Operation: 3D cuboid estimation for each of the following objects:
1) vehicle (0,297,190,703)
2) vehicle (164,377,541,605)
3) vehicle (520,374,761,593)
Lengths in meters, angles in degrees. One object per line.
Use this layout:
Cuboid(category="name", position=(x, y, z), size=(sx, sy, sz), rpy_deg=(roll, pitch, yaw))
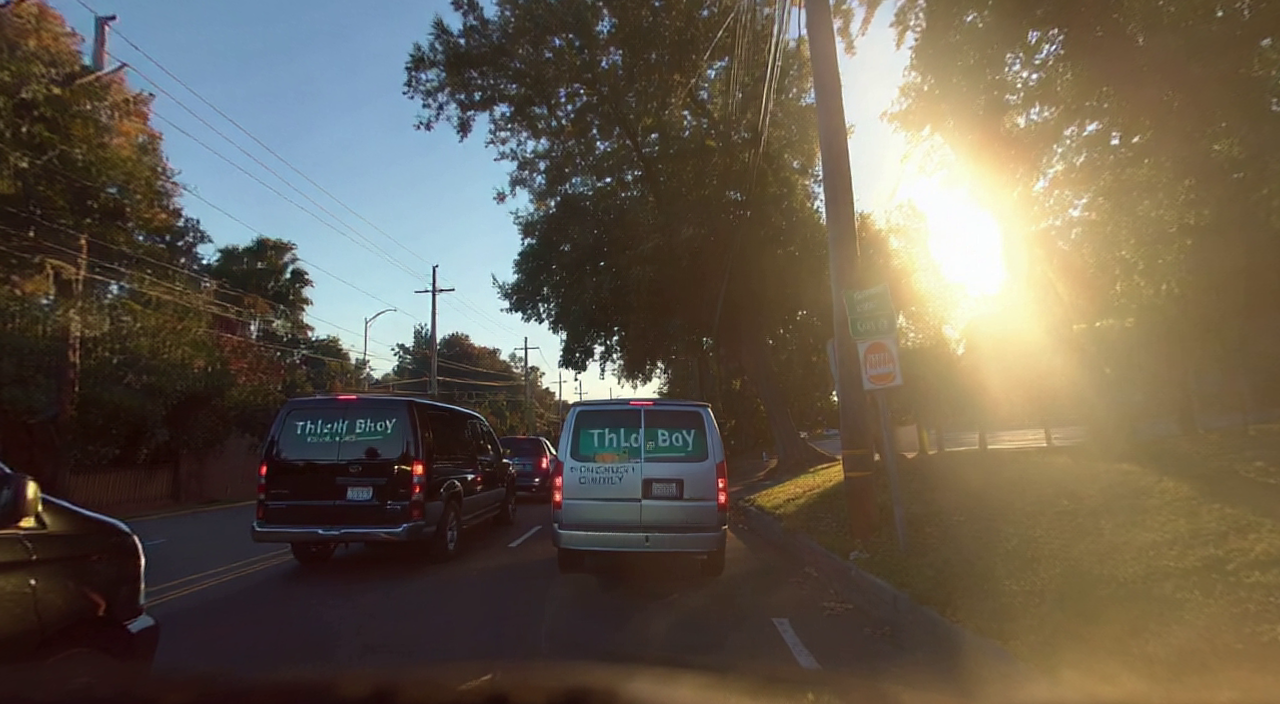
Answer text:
Cuboid(category="vehicle", position=(-3.151, 0.477, 0.246), size=(2.160, 1.796, 4.997), rpy_deg=(0, -8, 1))
Cuboid(category="vehicle", position=(-2.753, 1.487, 7.622), size=(2.109, 1.851, 4.749), rpy_deg=(-1, -8, 3))
Cuboid(category="vehicle", position=(0.111, 1.462, 7.700), size=(2.117, 1.911, 4.095), rpy_deg=(-1, -8, 3))
